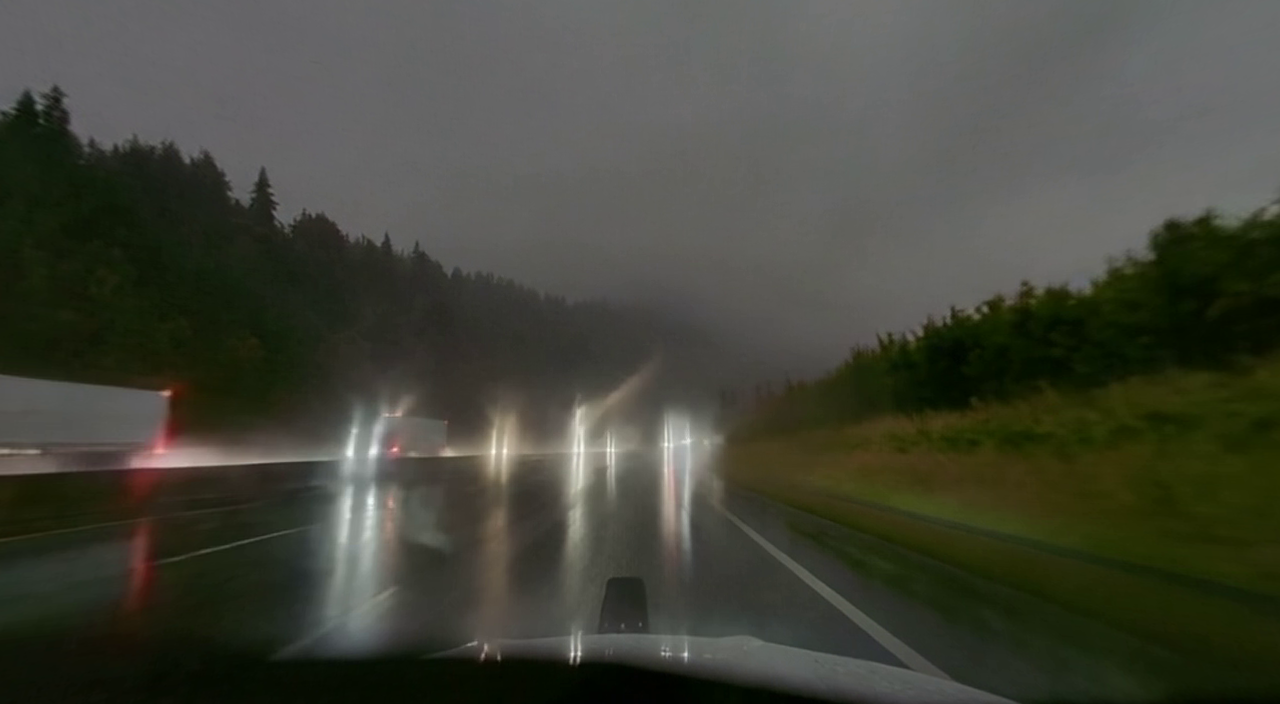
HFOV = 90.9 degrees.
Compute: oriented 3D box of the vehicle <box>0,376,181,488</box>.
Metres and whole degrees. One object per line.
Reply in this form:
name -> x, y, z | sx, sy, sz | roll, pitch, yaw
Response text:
vehicle -> -23.218, 2.904, 22.648 | 2.918, 3.747, 13.877 | 0, -9, 1
